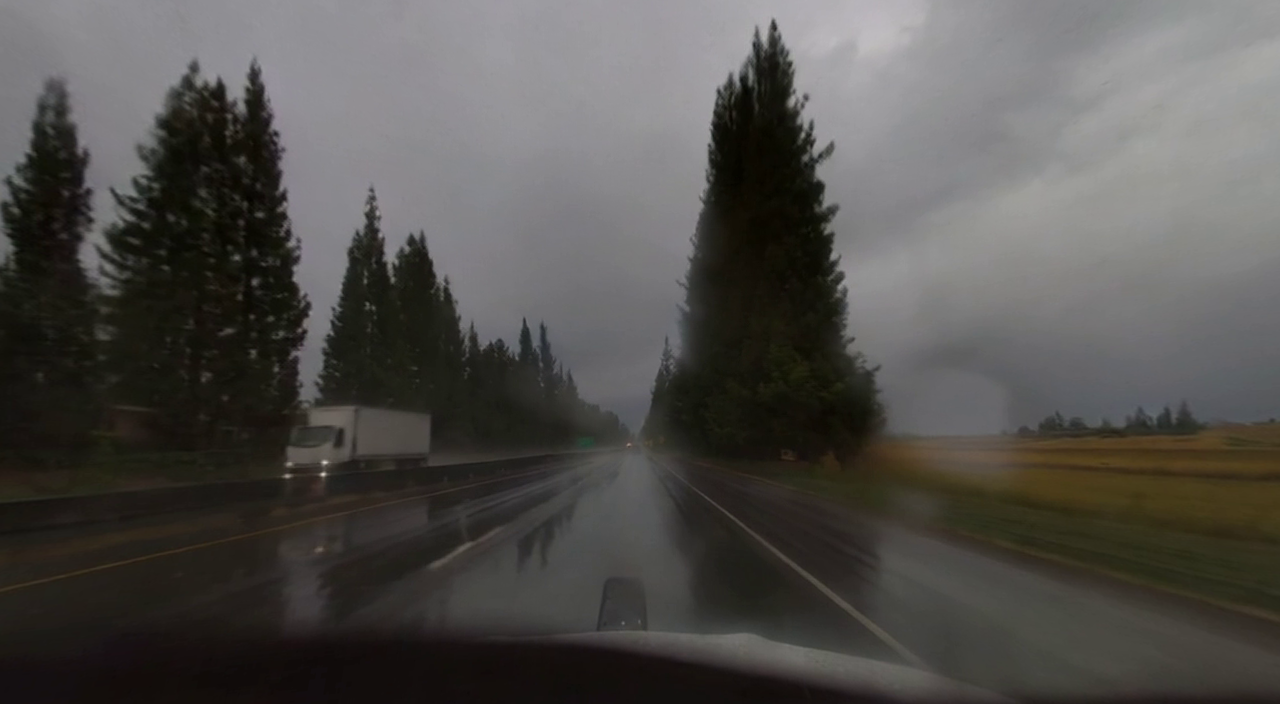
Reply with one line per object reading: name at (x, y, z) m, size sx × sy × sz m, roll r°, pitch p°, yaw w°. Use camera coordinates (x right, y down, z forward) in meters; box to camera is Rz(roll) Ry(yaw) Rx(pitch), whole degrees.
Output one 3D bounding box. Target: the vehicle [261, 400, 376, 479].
vehicle at (-17.300, 4.784, 34.439) m, size 3.023 × 3.905 × 5.914 m, roll 0°, pitch -9°, yaw 0°
